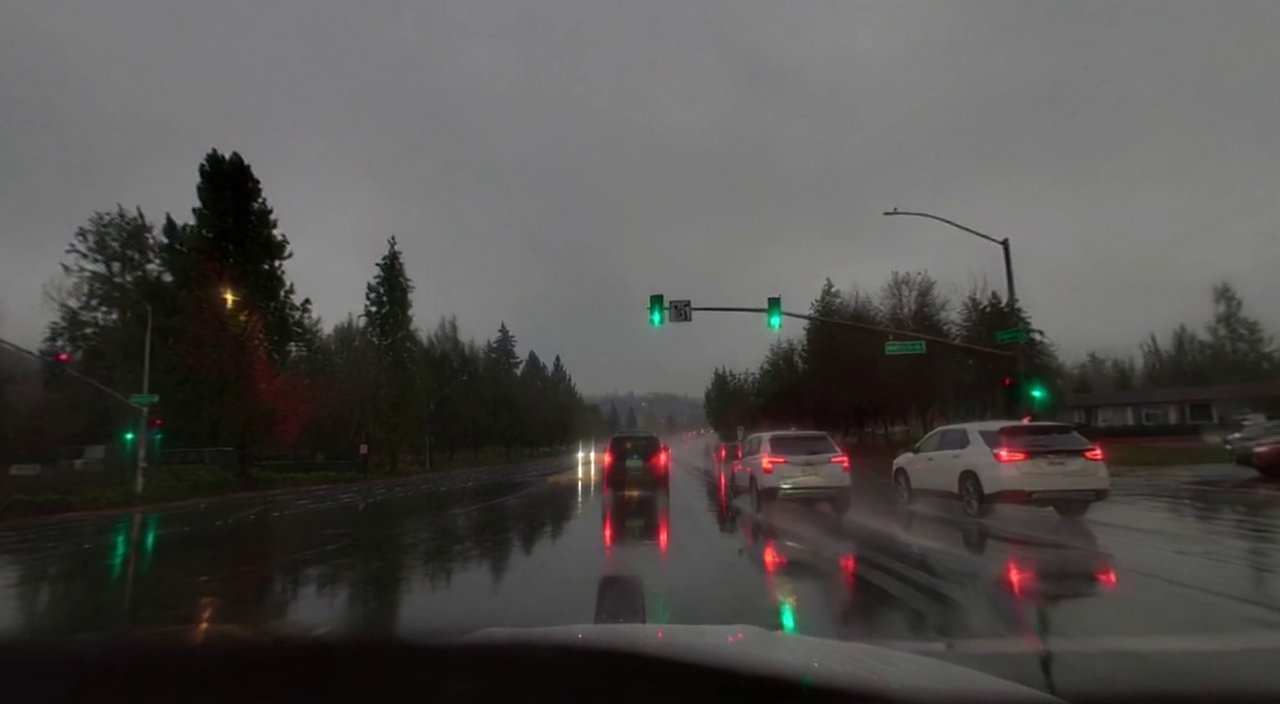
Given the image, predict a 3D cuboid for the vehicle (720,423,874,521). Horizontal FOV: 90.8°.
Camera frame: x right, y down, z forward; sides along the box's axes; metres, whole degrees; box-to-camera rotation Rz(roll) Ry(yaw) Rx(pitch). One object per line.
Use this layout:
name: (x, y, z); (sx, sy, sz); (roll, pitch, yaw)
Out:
vehicle: (3.246, 2.617, 14.384); (2.057, 1.788, 5.216); (0, -9, -1)

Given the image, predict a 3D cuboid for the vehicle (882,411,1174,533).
vehicle: (7.019, 2.247, 12.463); (2.251, 1.873, 5.346); (0, -9, -1)

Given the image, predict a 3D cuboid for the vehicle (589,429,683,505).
vehicle: (-0.147, 3.199, 18.015); (2.353, 1.894, 4.122); (0, -9, -1)
